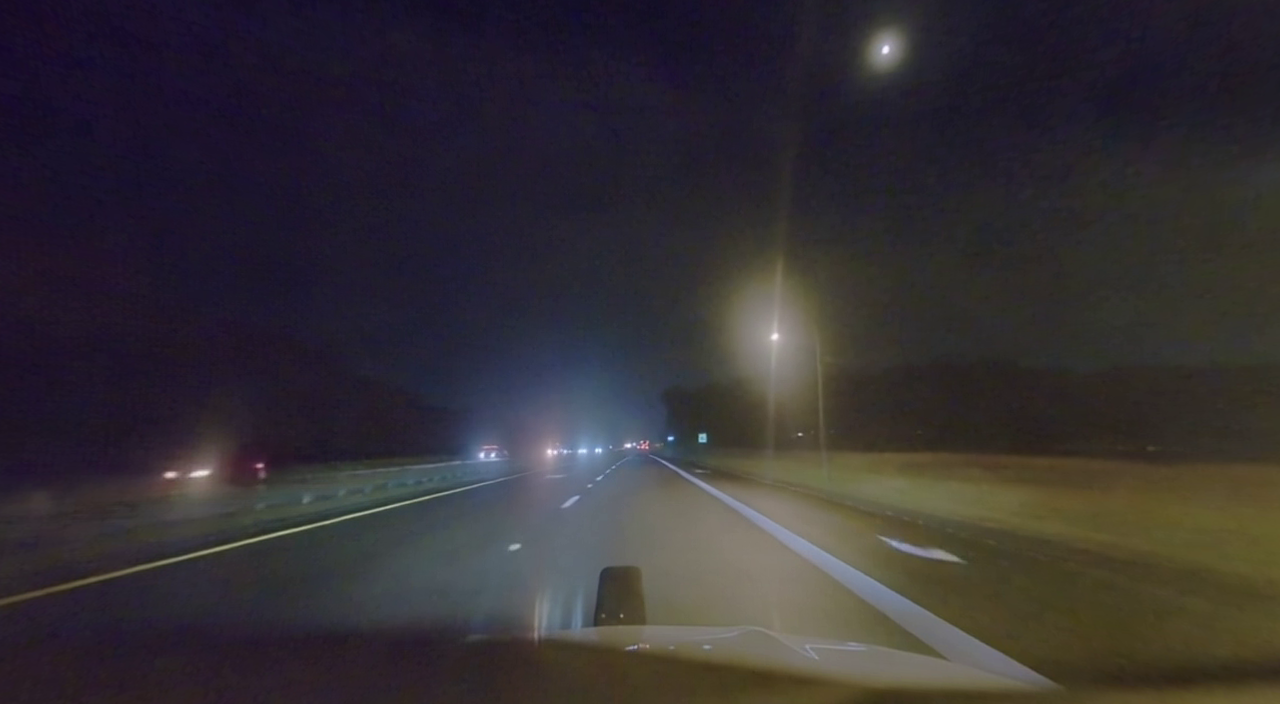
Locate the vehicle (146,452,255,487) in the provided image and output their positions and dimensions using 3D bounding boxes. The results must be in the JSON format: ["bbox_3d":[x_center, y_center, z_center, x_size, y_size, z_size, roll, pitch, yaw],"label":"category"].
[{"bbox_3d":[-23.225,6.195,33.555,1.971,1.668,5.118,0,-9,2],"label":"vehicle"}]
